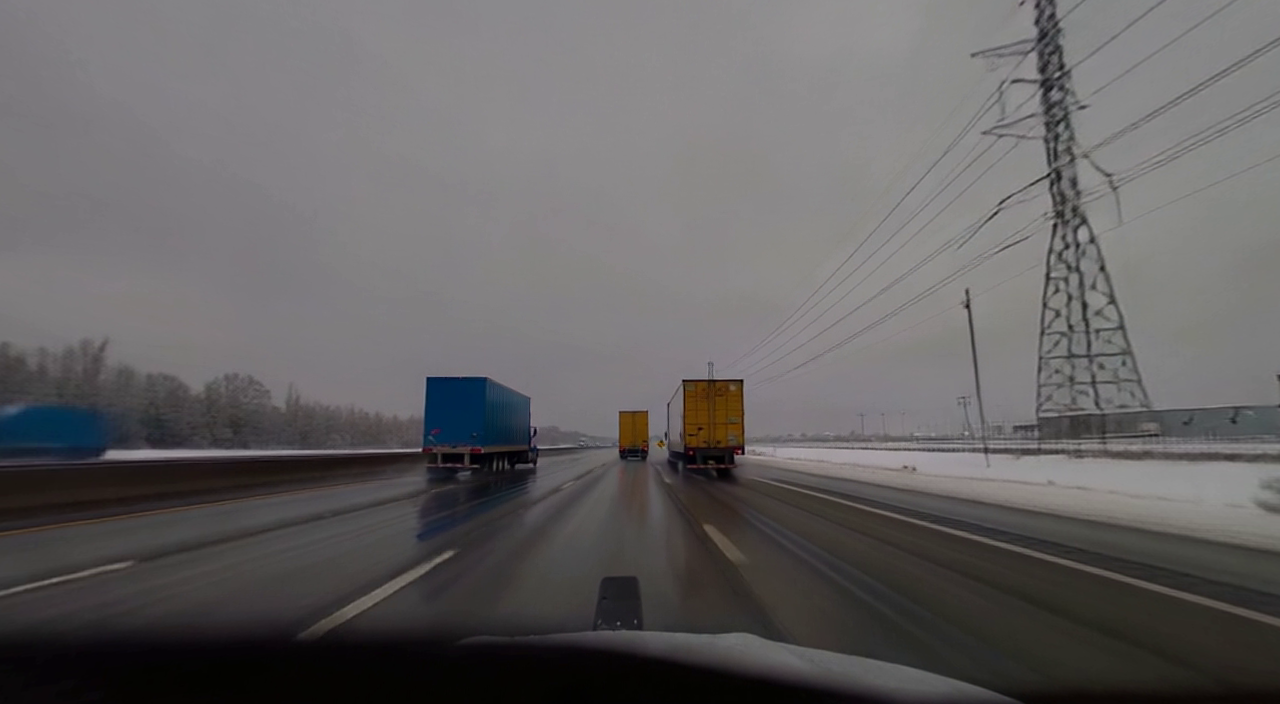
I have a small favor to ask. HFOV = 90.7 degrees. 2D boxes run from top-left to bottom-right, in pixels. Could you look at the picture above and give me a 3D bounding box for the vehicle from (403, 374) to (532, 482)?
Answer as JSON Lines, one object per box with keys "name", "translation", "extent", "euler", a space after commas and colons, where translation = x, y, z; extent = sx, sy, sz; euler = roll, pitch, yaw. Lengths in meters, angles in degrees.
{"name": "vehicle", "translation": [-7.357, 3.640, 29.190], "extent": [2.937, 3.981, 11.119], "euler": [-1, -9, -1]}
